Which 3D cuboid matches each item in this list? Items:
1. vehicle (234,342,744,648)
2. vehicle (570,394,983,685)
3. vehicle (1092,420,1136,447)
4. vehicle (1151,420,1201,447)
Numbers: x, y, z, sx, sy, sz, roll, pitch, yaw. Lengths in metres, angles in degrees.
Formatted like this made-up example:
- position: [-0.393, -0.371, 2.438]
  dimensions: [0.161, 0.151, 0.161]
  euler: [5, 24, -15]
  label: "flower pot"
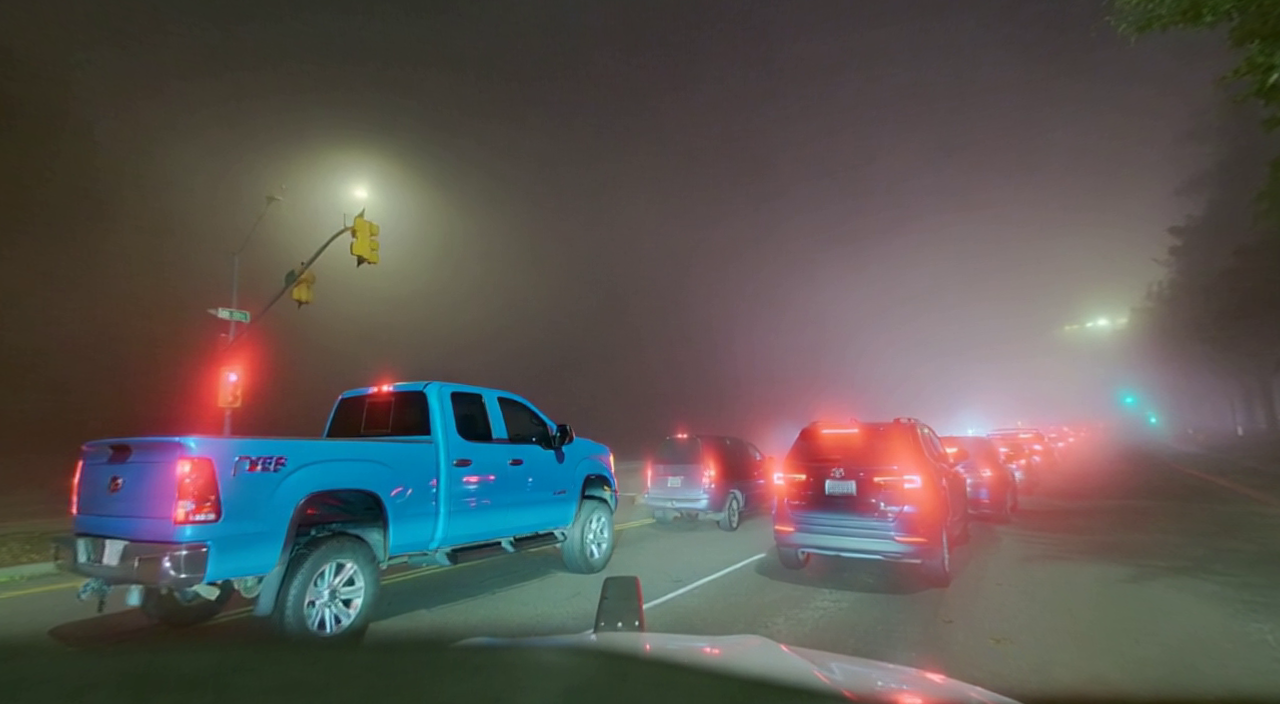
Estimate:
- position: [-0.878, 1.405, 7.463]
  dimensions: [2.272, 2.016, 6.146]
  euler: [-5, -10, 28]
  label: "vehicle"
- position: [1.714, 1.381, 5.997]
  dimensions: [2.027, 1.549, 4.801]
  euler: [-6, -10, 35]
  label: "vehicle"
- position: [32.789, 5.679, 43.725]
  dimensions: [2.160, 1.790, 4.303]
  euler: [-6, -10, 35]
  label: "vehicle"
- position: [35.762, 5.481, 42.214]
  dimensions: [2.183, 1.714, 4.491]
  euler: [-6, -11, 37]
  label: "vehicle"
